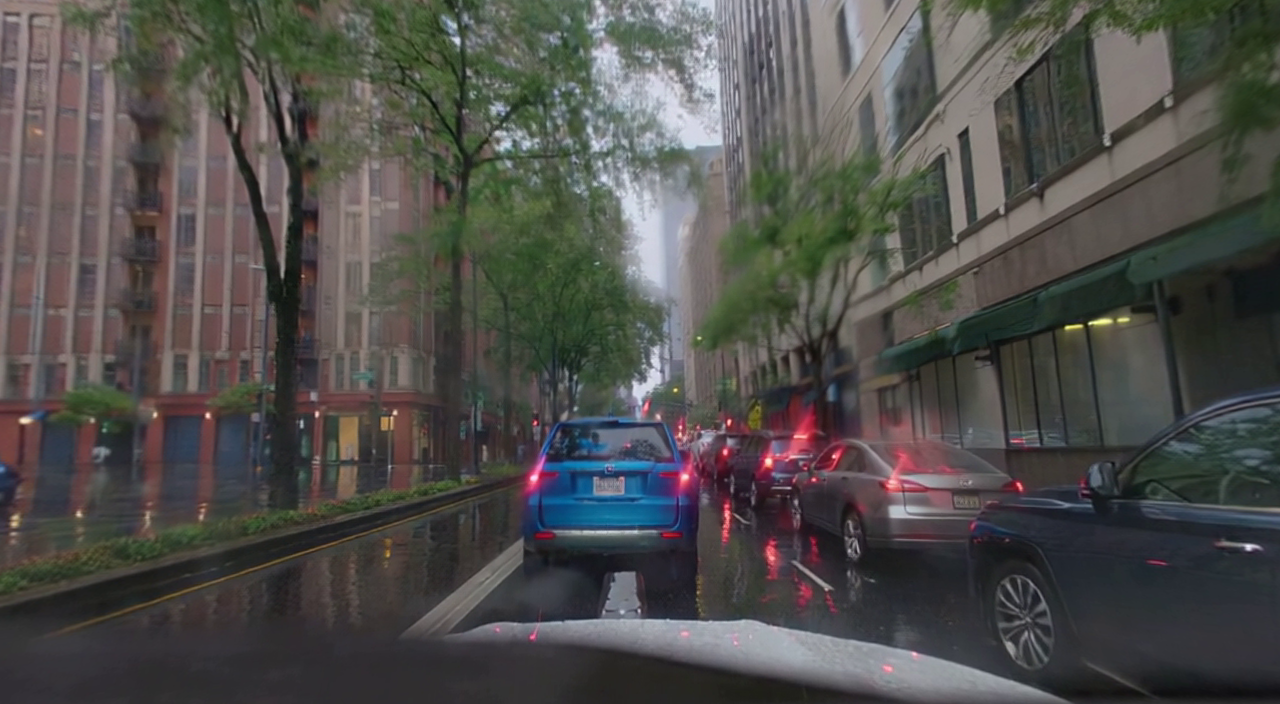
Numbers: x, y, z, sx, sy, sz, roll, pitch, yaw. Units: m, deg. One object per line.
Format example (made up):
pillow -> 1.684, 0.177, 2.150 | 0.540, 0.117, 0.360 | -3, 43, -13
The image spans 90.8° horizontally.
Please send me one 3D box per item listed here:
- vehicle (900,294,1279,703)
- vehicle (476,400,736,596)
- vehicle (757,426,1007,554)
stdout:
vehicle -> 2.997, 0.752, 2.241 | 2.063, 1.760, 4.664 | 0, -9, -1
vehicle -> -0.349, 1.578, 7.612 | 2.249, 1.684, 4.084 | 0, -9, -2
vehicle -> 3.288, 1.977, 9.813 | 1.941, 1.482, 4.632 | 0, -9, -2
